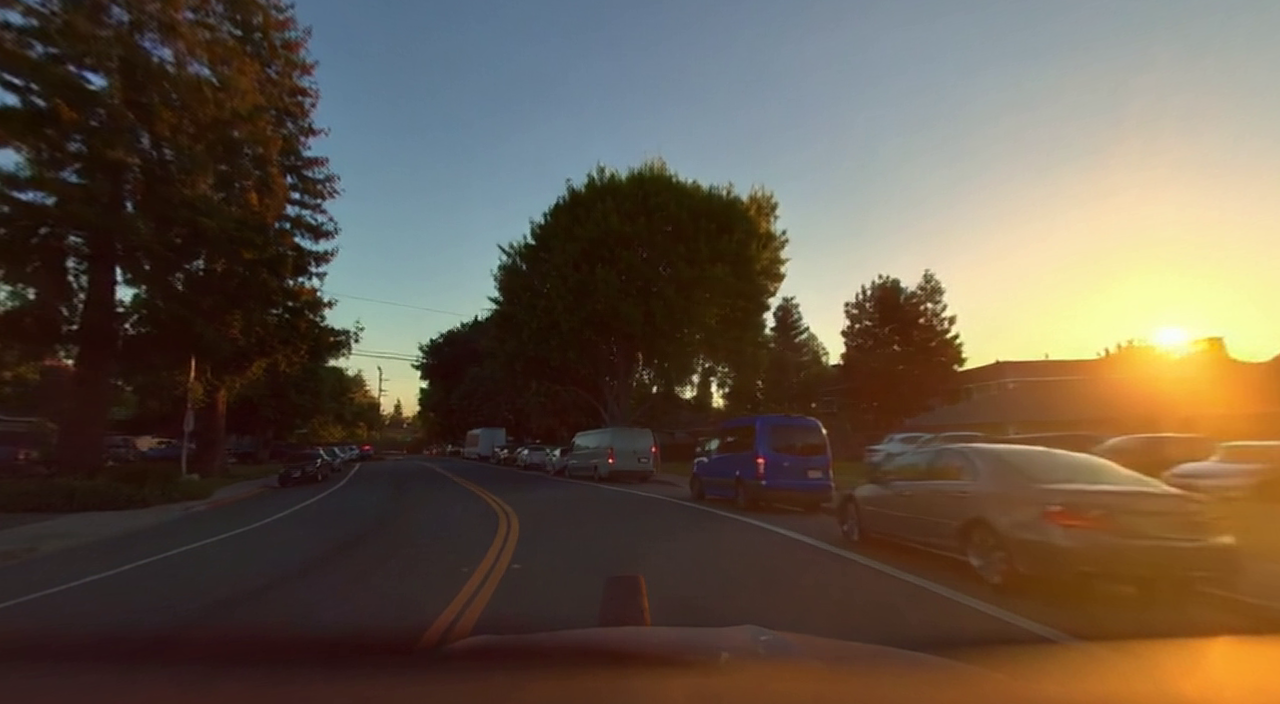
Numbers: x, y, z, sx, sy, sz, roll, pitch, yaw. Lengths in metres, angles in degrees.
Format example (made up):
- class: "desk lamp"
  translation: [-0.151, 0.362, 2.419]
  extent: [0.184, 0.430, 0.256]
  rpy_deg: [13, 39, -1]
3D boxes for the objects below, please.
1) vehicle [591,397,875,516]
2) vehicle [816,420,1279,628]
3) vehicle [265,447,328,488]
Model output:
- class: "vehicle"
  translation: [1.508, 2.727, 17.000]
  extent: [3.041, 2.164, 10.370]
  rpy_deg: [2, -9, -19]
- class: "vehicle"
  translation: [3.817, 1.579, 6.958]
  extent: [1.957, 1.479, 4.554]
  rpy_deg: [1, -8, -7]
- class: "vehicle"
  translation: [-14.317, 4.778, 26.494]
  extent: [1.950, 1.489, 4.214]
  rpy_deg: [2, -9, -24]
